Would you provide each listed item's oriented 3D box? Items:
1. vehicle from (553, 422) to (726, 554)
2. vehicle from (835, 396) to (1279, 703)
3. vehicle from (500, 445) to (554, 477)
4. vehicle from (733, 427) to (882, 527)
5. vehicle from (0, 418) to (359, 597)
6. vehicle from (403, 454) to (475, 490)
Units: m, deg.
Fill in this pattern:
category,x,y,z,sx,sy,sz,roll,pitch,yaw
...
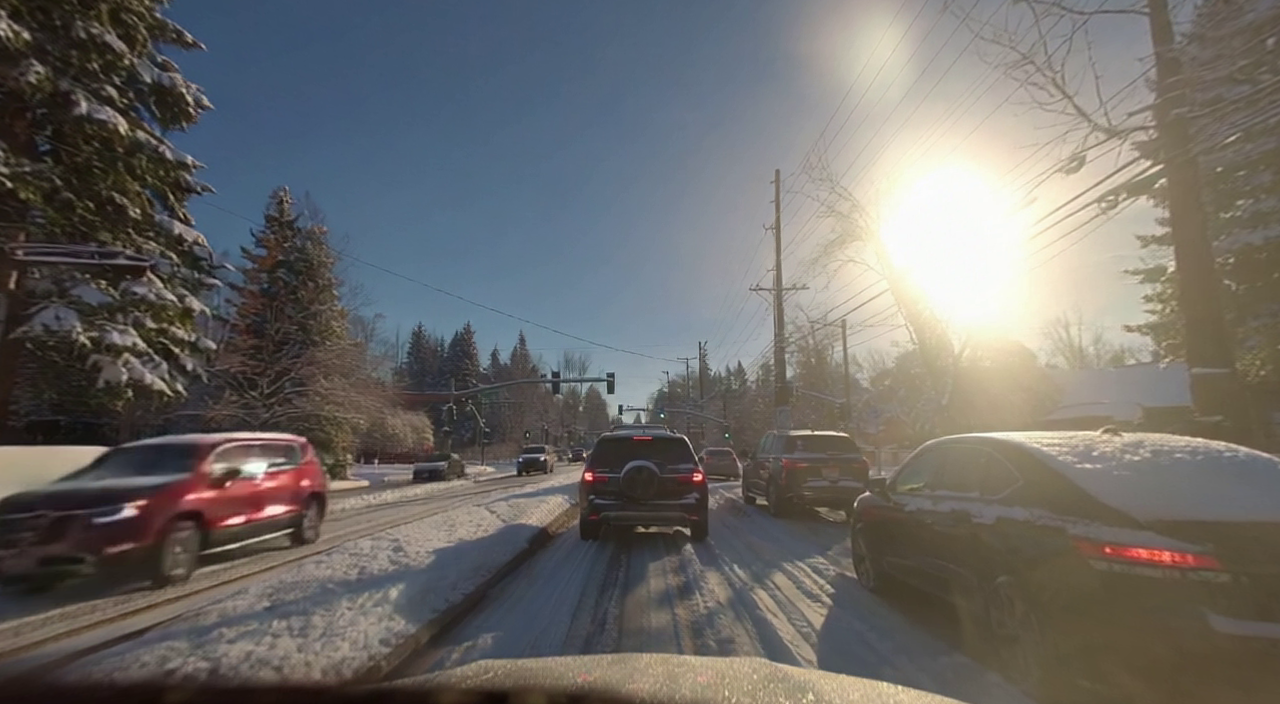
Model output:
category,x,y,z,sx,sy,sz,roll,pitch,yaw
vehicle,0.012,2.039,10.144,2.200,1.653,4.127,0,-8,1
vehicle,2.867,1.181,3.943,1.950,1.487,4.275,0,-8,0
vehicle,-6.464,6.256,36.527,2.218,1.722,4.397,0,-8,1
vehicle,3.192,2.454,12.955,1.914,1.698,4.049,0,-8,0
vehicle,-6.376,1.999,9.129,2.328,1.861,4.891,0,-8,0
vehicle,-9.251,5.539,29.370,1.854,1.459,4.288,0,-8,1
